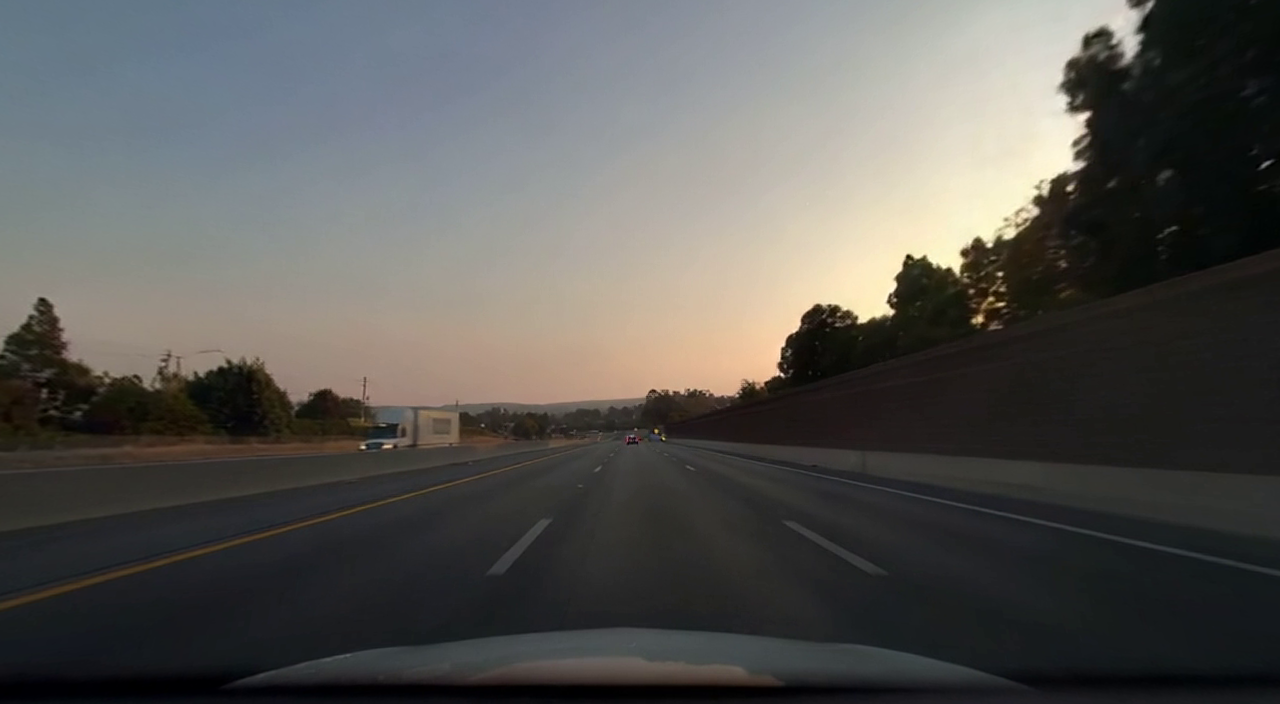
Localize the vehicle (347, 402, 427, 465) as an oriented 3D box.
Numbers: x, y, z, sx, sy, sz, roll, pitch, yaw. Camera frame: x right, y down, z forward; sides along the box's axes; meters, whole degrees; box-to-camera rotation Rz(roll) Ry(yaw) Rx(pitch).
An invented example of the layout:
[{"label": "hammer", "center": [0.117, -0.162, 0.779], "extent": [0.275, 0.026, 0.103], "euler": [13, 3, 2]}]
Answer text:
[{"label": "vehicle", "center": [-16.851, 5.500, 42.526], "extent": [3.027, 3.960, 5.873], "euler": [0, -8, -2]}]
